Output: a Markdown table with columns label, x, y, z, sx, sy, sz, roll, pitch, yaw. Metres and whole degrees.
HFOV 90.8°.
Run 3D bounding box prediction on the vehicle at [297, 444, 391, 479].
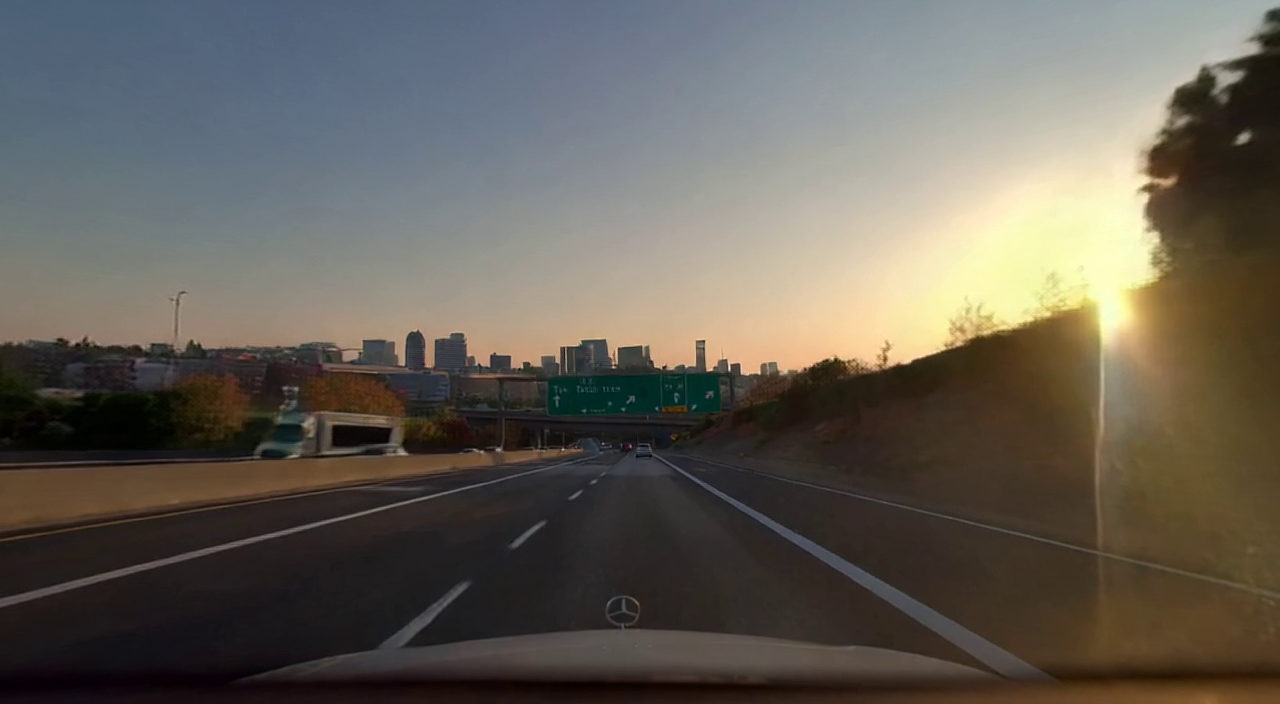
| label | x | y | z | sx | sy | sz | roll | pitch | yaw |
| --- | --- | --- | --- | --- | --- | --- | --- | --- | --- |
| vehicle | -14.674 | 5.450 | 31.677 | 2.157 | 1.578 | 5.139 | 0 | -9 | 1 |

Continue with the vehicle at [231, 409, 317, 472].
| label | x | y | z | sx | sy | sz | roll | pitch | yaw |
| --- | --- | --- | --- | --- | --- | --- | --- | --- | --- |
| vehicle | -22.631 | 5.524 | 39.200 | 3.182 | 3.718 | 3.135 | 0 | -9 | 0 |
